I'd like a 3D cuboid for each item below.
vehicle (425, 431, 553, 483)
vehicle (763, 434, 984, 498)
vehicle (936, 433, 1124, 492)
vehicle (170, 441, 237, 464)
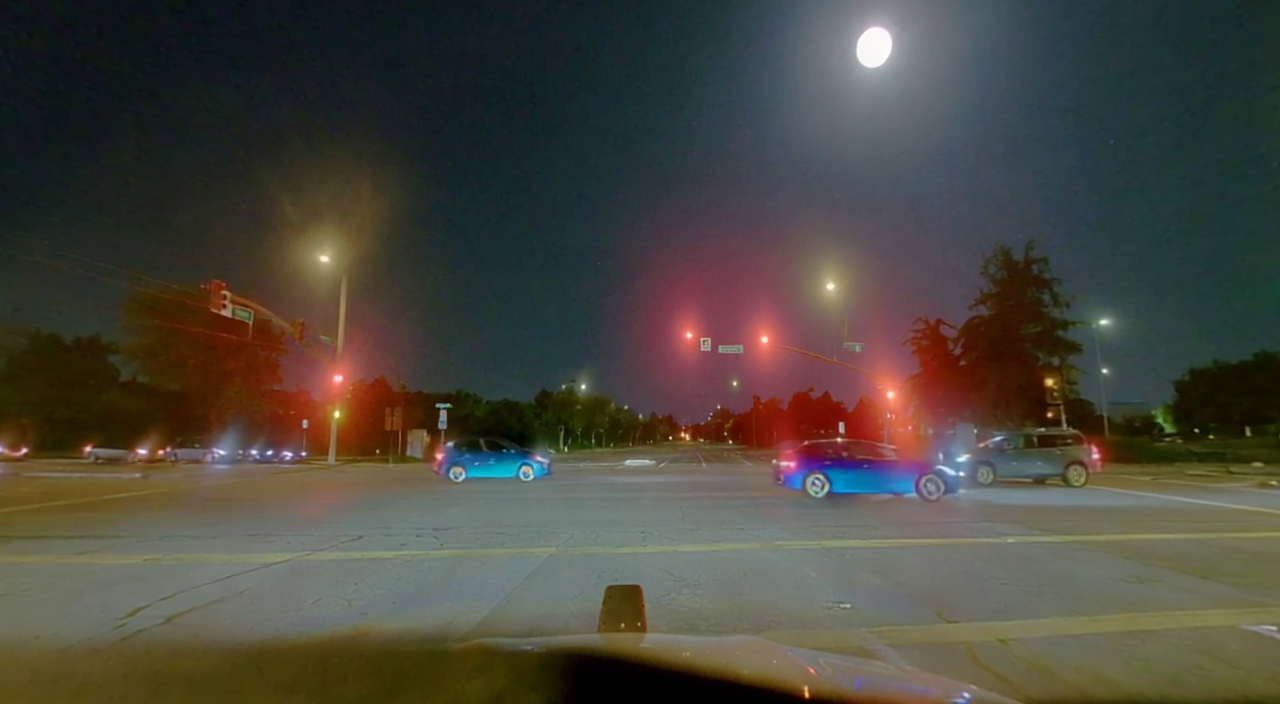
[{"bbox_3d":[-5.675,3.903,23.595,4.346,1.753,1.994,3,-9,-23],"label":"vehicle"},{"bbox_3d":[5.964,2.958,16.524,5.000,1.559,1.960,0,-8,0],"label":"vehicle"},{"bbox_3d":[12.416,3.539,20.277,4.580,1.768,2.134,0,-8,1],"label":"vehicle"},{"bbox_3d":[-29.118,6.702,42.041,1.696,1.431,3.686,0,-8,3],"label":"vehicle"}]
